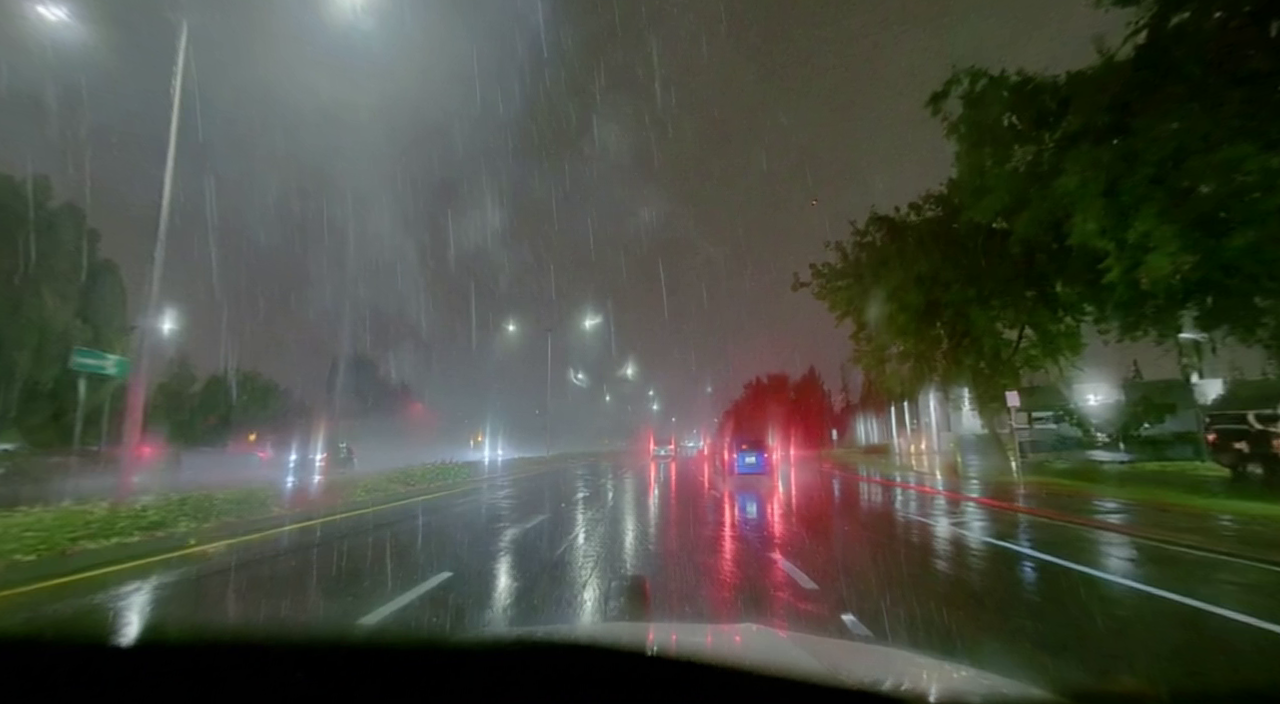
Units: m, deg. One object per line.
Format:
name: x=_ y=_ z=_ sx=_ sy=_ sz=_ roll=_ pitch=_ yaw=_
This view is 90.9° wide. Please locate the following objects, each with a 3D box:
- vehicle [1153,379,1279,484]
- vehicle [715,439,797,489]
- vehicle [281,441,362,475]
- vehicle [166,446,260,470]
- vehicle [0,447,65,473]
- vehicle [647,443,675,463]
vehicle: x=21.064 y=2.543 z=20.103 sx=2.713 sy=3.202 sz=6.843 roll=1 pitch=-9 yaw=-12
vehicle: x=3.825 y=3.769 z=21.630 sx=1.981 sy=1.499 sz=4.536 roll=0 pitch=-8 yaw=1
vehicle: x=-14.631 y=4.877 z=29.227 sx=1.809 sy=1.434 sz=3.952 roll=0 pitch=-8 yaw=-2
vehicle: x=-27.002 y=6.720 z=39.976 sx=4.456 sy=1.428 sz=1.950 roll=1 pitch=-8 yaw=-5
vehicle: x=-42.921 y=7.361 z=43.132 sx=4.598 sy=1.712 sz=2.298 roll=1 pitch=-8 yaw=-9
vehicle: x=1.682 y=7.822 z=48.979 sx=2.059 sy=1.477 sz=3.988 roll=-1 pitch=-8 yaw=4
